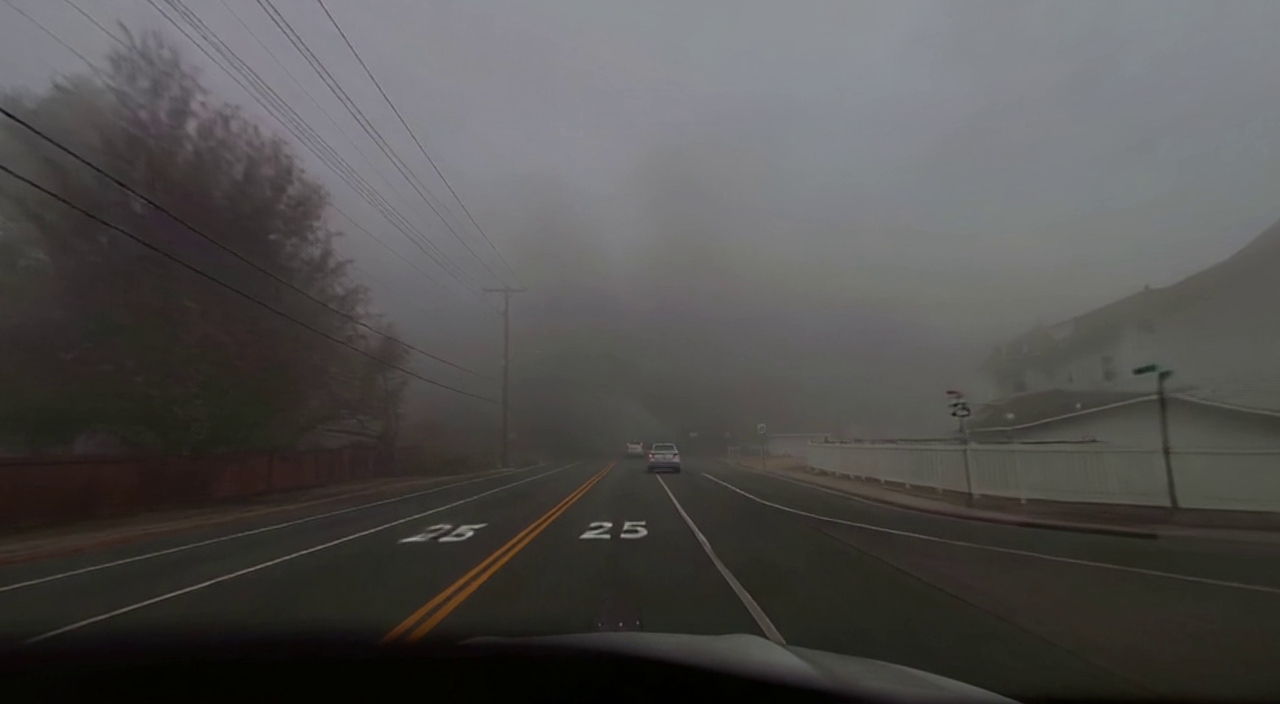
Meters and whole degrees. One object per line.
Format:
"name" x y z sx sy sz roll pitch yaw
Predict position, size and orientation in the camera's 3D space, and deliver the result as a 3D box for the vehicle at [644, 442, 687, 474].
"vehicle" 1.187 5.181 31.086 1.975 1.497 3.647 0 -8 0
